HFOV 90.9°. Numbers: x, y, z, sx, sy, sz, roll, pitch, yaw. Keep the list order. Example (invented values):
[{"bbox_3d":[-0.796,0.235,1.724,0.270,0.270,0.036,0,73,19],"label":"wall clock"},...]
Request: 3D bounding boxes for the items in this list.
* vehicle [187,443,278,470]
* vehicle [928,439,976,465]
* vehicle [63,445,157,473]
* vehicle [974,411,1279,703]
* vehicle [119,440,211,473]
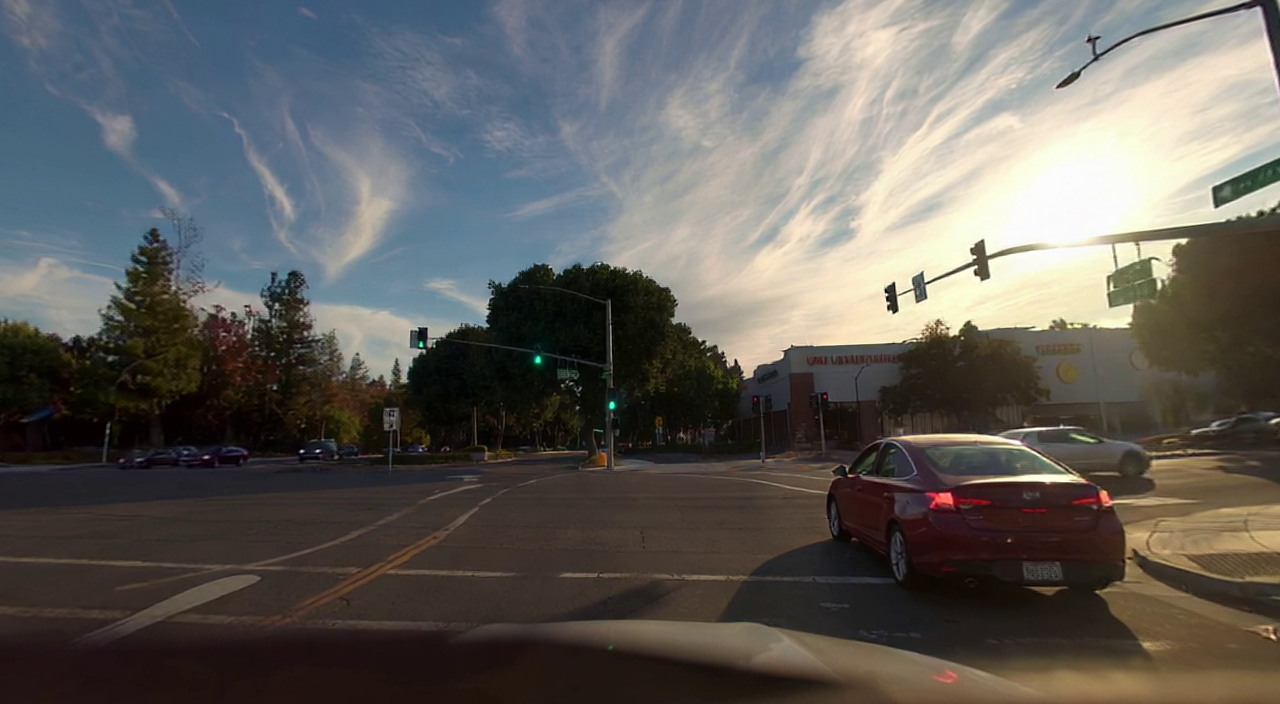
[{"bbox_3d":[-22.978,5.894,35.806,2.206,1.447,4.697,0,-8,-2],"label":"vehicle"},{"bbox_3d":[19.250,6.142,39.048,1.930,1.492,4.703,-3,-9,18],"label":"vehicle"},{"bbox_3d":[-34.006,6.856,40.648,2.079,1.681,4.675,0,-8,-1],"label":"vehicle"},{"bbox_3d":[4.112,1.070,3.303,1.940,1.487,4.562,0,-8,-4],"label":"vehicle"},{"bbox_3d":[-27.002,5.938,36.057,1.886,1.694,4.420,0,-8,-2],"label":"vehicle"}]
